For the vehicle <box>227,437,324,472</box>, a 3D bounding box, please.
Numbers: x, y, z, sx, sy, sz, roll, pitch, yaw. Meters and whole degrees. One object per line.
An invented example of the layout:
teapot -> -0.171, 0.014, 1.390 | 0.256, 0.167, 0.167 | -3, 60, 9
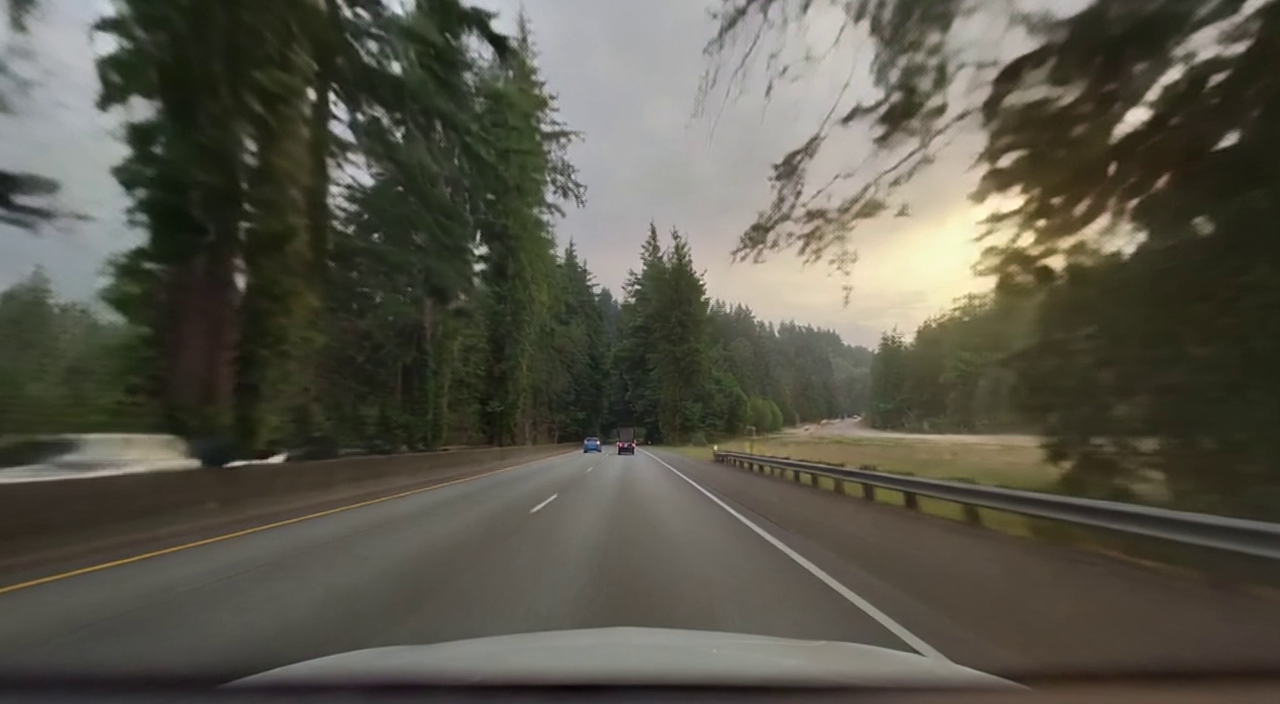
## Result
vehicle -> -16.992, 4.784, 29.653 | 1.926, 1.498, 4.456 | 0, -8, 0
